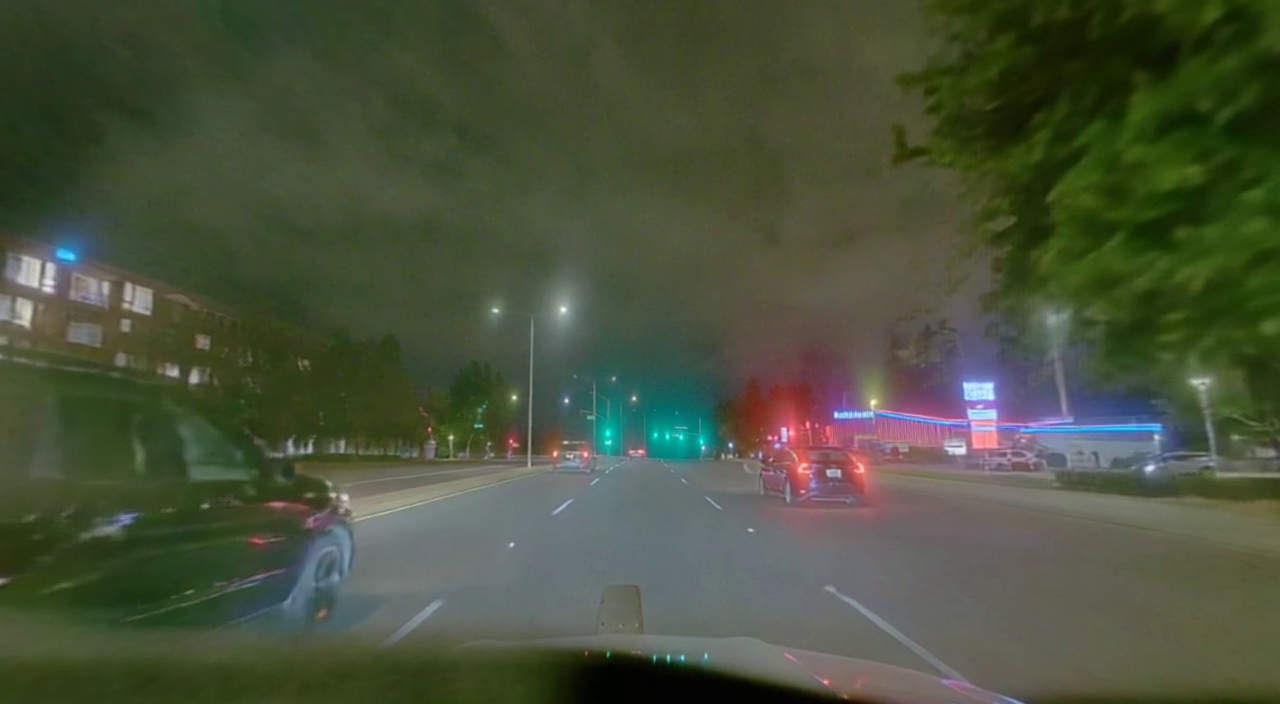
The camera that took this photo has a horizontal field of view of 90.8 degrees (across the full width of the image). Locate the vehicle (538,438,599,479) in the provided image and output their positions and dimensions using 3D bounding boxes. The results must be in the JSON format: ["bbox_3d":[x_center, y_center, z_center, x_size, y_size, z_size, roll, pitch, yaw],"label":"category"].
[{"bbox_3d":[-3.351,5.100,30.527,2.305,1.833,4.912,0,-9,1],"label":"vehicle"}]

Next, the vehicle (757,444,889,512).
[{"bbox_3d":[4.451,3.126,16.197,1.960,1.471,4.378,0,-9,-2],"label":"vehicle"}]

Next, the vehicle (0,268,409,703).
[{"bbox_3d":[-3.294,0.809,2.907,2.450,1.866,5.416,0,-9,-1],"label":"vehicle"}]

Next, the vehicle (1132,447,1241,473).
[{"bbox_3d":[31.143,6.159,36.111,4.274,1.448,2.050,0,-9,0],"label":"vehicle"}]
